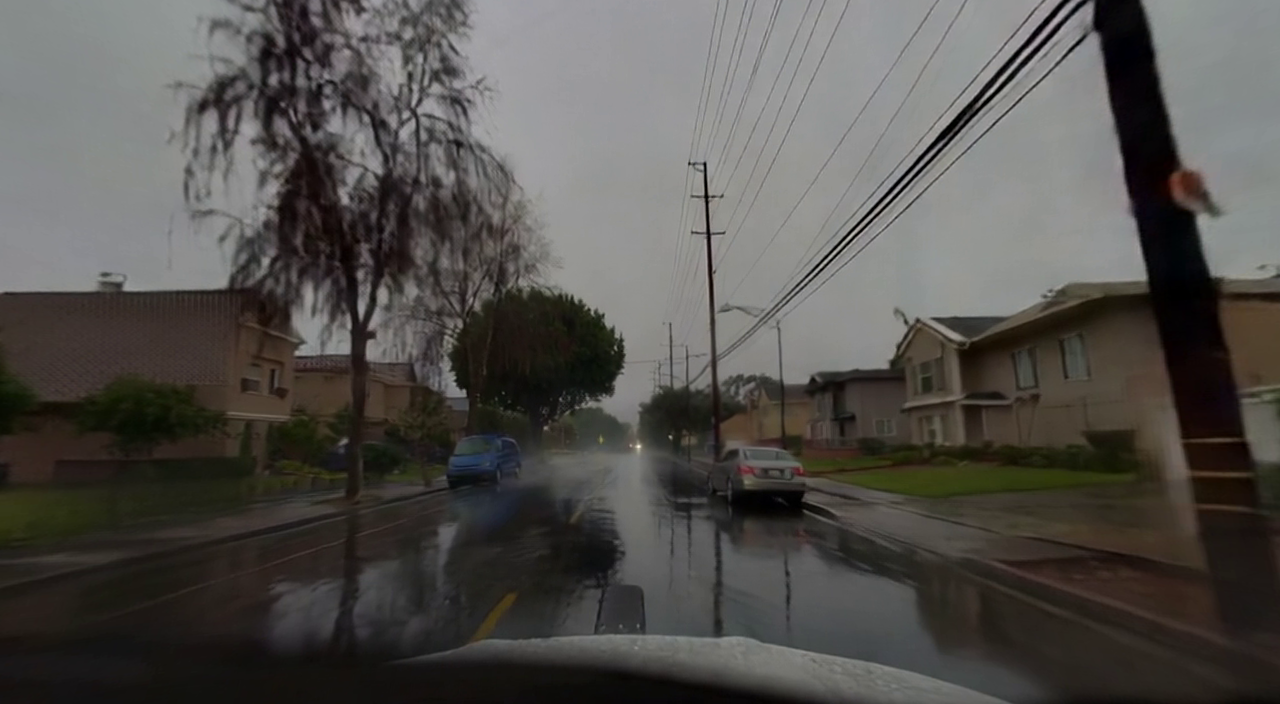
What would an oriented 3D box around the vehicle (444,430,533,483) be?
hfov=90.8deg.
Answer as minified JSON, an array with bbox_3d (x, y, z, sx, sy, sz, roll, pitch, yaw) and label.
[{"bbox_3d":[-6.020,4.227,25.831,2.263,1.915,5.071,-1,-9,1],"label":"vehicle"}]

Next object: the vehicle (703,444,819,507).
[{"bbox_3d":[3.075,3.233,17.109,1.944,1.439,4.500,1,-8,-4],"label":"vehicle"}]
